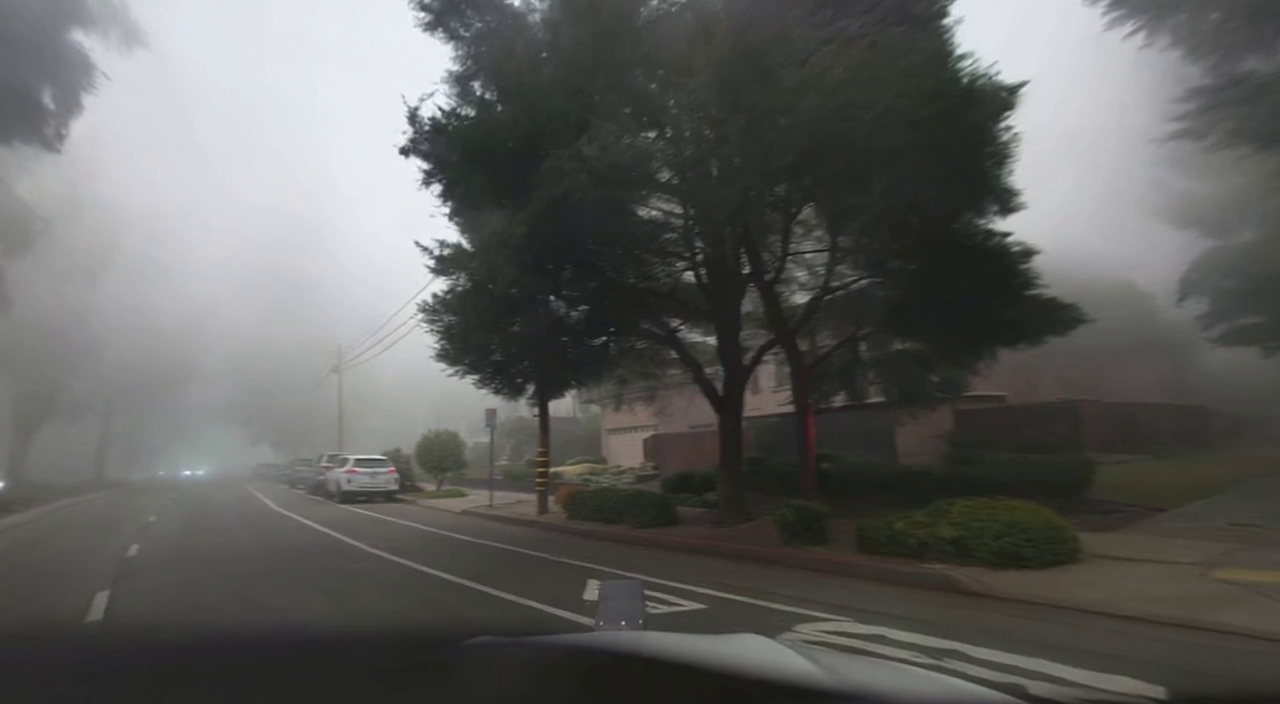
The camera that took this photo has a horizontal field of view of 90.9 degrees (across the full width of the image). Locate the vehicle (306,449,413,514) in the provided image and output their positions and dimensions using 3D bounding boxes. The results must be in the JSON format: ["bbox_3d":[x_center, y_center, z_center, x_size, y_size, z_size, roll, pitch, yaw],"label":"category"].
[{"bbox_3d":[-9.163,4.036,20.361,2.078,1.738,5.133,5,-10,-35],"label":"vehicle"}]

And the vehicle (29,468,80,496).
[{"bbox_3d":[-42.548,9.415,45.931,2.331,1.696,4.861,6,-11,-39],"label":"vehicle"}]
